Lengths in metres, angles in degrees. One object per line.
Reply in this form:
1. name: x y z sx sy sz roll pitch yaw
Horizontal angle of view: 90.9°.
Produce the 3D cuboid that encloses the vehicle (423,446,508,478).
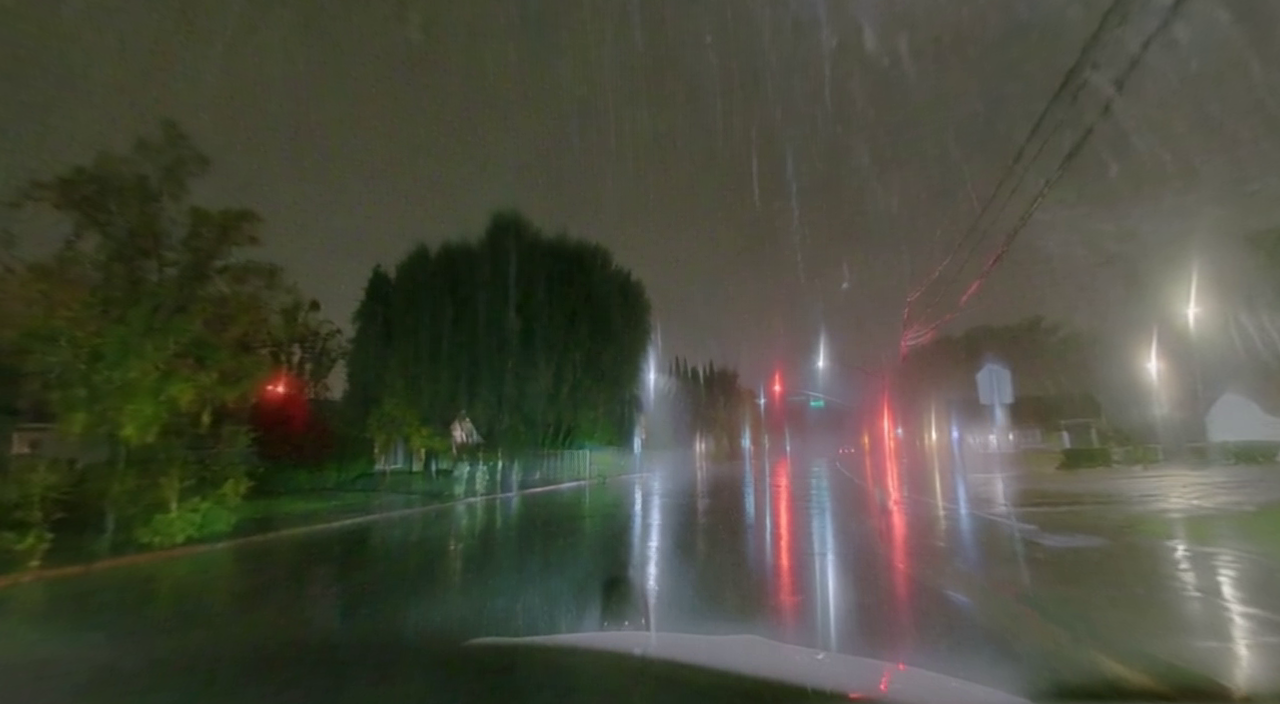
1. vehicle: -9.405 5.964 34.287 4.252 1.681 1.854 2 -9 -10
